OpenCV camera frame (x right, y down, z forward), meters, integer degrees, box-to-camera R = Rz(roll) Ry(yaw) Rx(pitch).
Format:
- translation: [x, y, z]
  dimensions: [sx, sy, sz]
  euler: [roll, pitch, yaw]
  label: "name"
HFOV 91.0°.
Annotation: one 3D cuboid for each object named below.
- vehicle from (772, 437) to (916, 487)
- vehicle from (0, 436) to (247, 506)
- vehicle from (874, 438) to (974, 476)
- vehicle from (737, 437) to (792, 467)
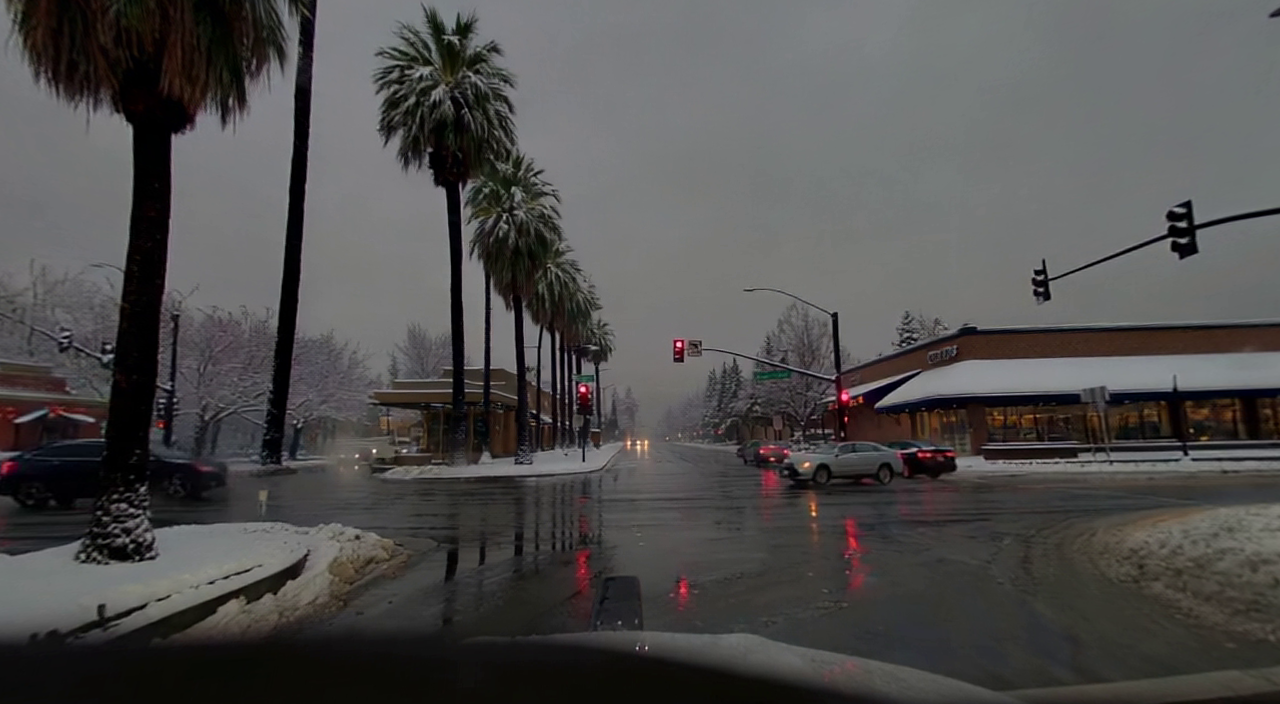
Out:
- translation: [6.570, 3.539, 20.449]
  dimensions: [4.035, 1.512, 1.828]
  euler: [2, -9, -15]
  label: "vehicle"
- translation: [-13.472, 3.101, 16.794]
  dimensions: [4.603, 1.653, 1.999]
  euler: [3, -9, -19]
  label: "vehicle"
- translation: [12.762, 4.700, 28.305]
  dimensions: [3.826, 1.572, 1.890]
  euler: [-5, -10, 31]
  label: "vehicle"
- translation: [7.116, 5.770, 36.478]
  dimensions: [1.867, 1.653, 4.596]
  euler: [1, -9, -6]
  label: "vehicle"
